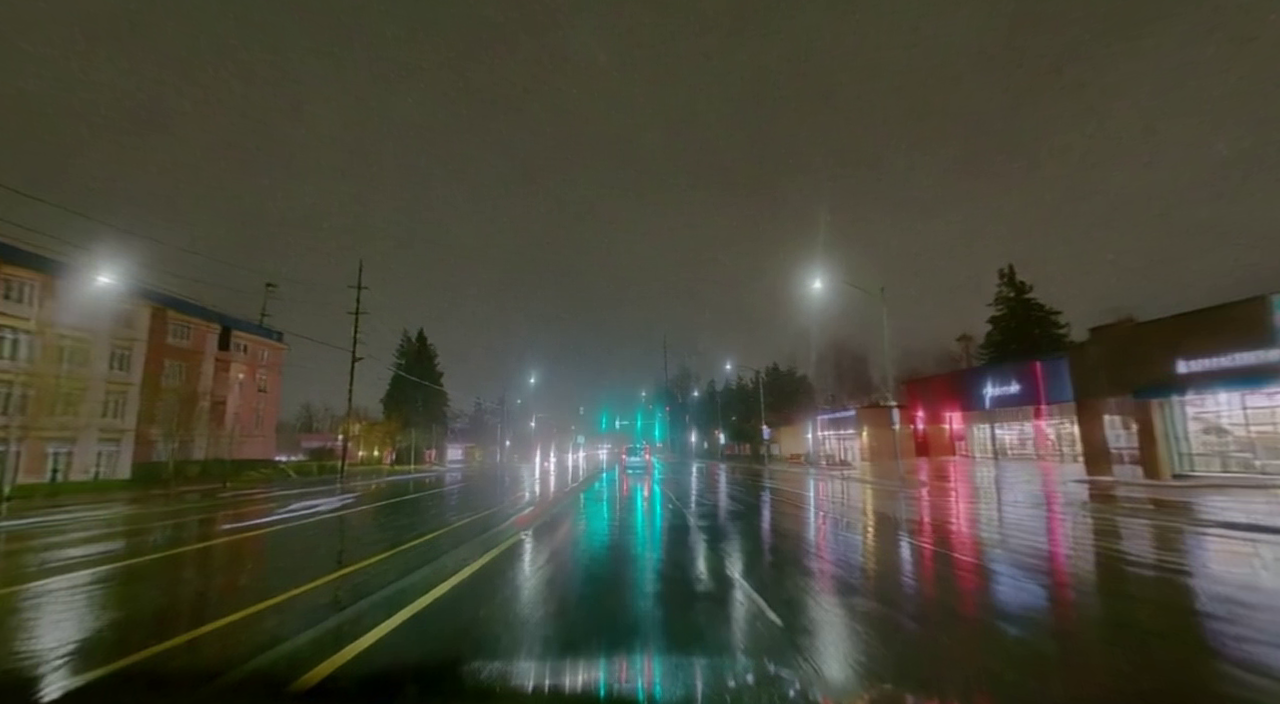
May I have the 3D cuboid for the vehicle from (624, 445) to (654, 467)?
[{"bbox_3d":[-0.068,7.314,44.585,2.027,1.494,3.942,0,-8,-1],"label":"vehicle"}]
